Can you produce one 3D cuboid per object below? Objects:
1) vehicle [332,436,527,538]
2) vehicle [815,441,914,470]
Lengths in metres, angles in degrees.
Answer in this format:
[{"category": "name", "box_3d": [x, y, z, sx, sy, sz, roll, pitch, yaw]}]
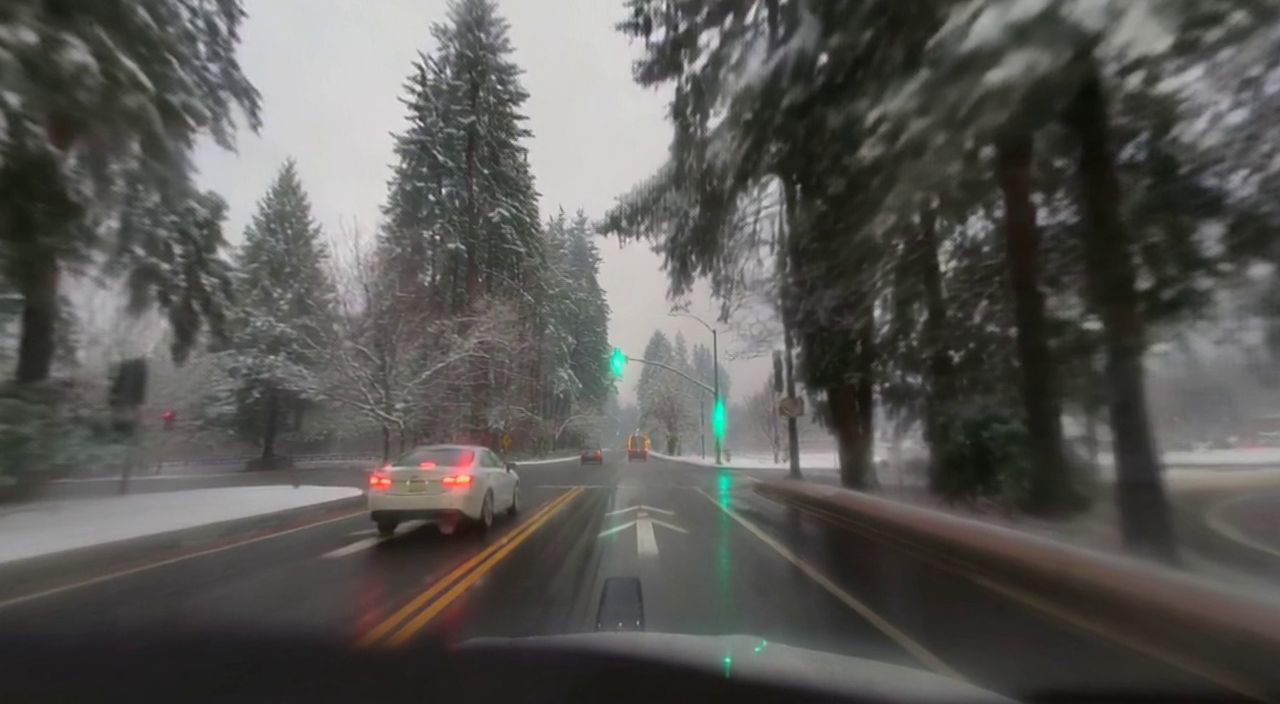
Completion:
[{"category": "vehicle", "box_3d": [-3.465, 2.293, 11.463, 1.968, 1.459, 4.433, 0, -8, 1]}, {"category": "vehicle", "box_3d": [12.042, 5.583, 34.081, 4.632, 1.473, 1.889, 1, -8, -3]}]
